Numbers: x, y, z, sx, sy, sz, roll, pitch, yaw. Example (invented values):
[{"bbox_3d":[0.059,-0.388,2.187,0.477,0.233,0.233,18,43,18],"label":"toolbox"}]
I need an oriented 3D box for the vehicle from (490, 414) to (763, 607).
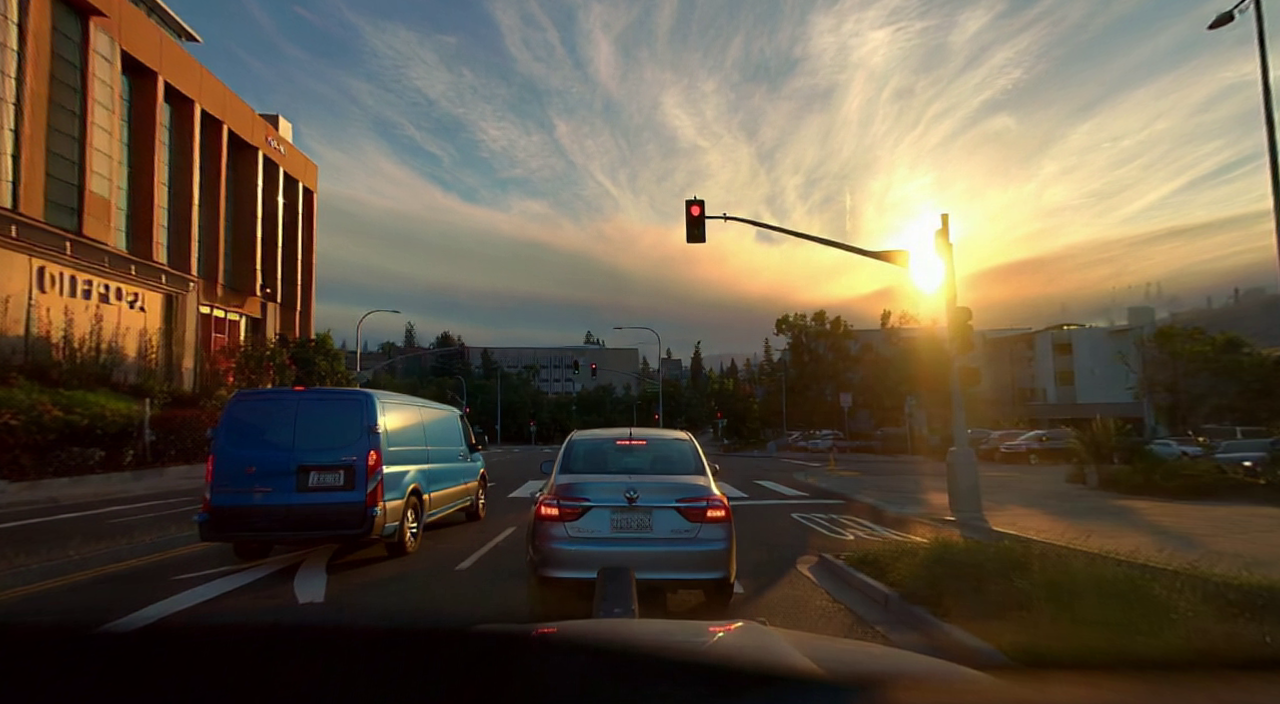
[{"bbox_3d":[-0.113,1.466,6.792,2.064,1.452,3.942,0,-8,0],"label":"vehicle"}]

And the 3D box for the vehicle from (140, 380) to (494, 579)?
[{"bbox_3d":[-3.577,1.511,8.415,2.076,1.820,5.100,0,-8,-1],"label":"vehicle"}]
